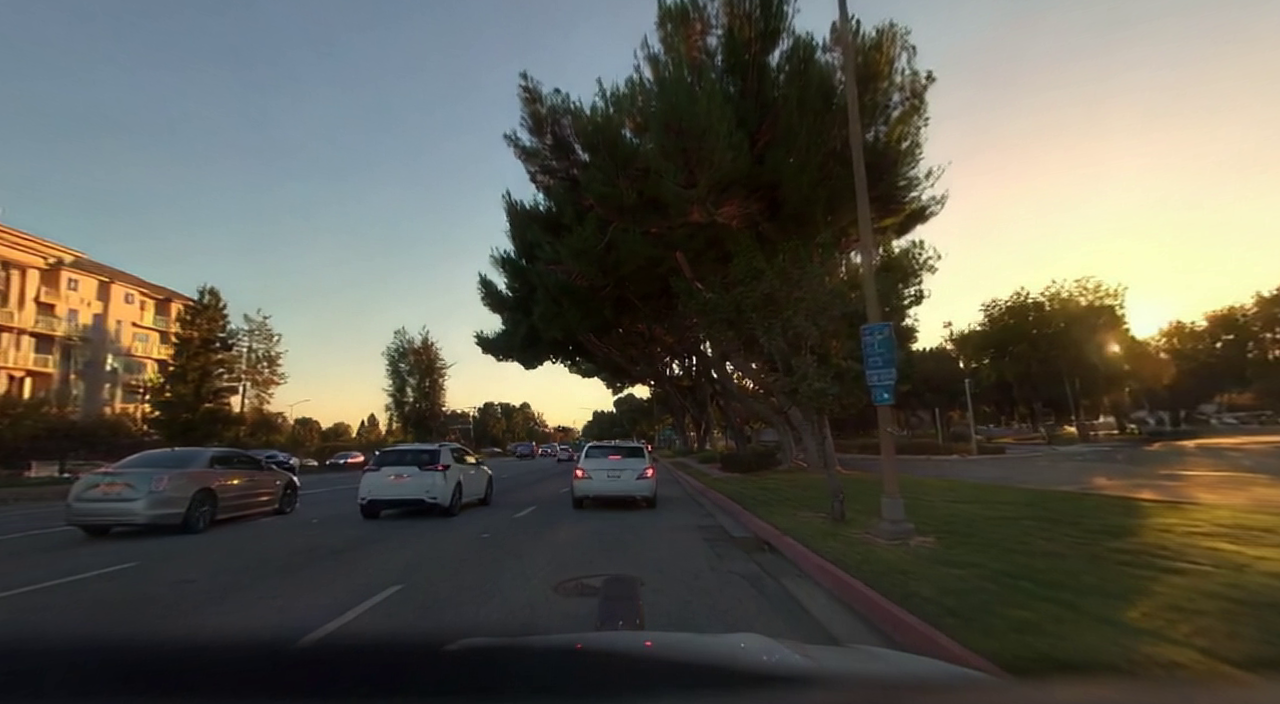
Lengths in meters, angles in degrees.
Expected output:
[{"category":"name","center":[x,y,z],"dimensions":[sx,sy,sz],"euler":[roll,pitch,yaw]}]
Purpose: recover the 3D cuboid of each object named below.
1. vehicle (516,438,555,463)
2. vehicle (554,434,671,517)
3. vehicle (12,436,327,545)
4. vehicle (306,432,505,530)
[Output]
[{"category":"vehicle","center":[-7.524,7.140,45.945],"dimensions":[2.023,1.737,4.569],"euler":[0,-9,1]},{"category":"vehicle","center":[-0.537,2.546,13.584],"dimensions":[2.099,1.469,4.389],"euler":[0,-9,-1]},{"category":"vehicle","center":[-7.528,2.227,10.897],"dimensions":[1.906,1.449,4.576],"euler":[0,-9,0]},{"category":"vehicle","center":[-4.178,2.373,12.281],"dimensions":[2.032,1.515,4.641],"euler":[0,-9,1]}]
